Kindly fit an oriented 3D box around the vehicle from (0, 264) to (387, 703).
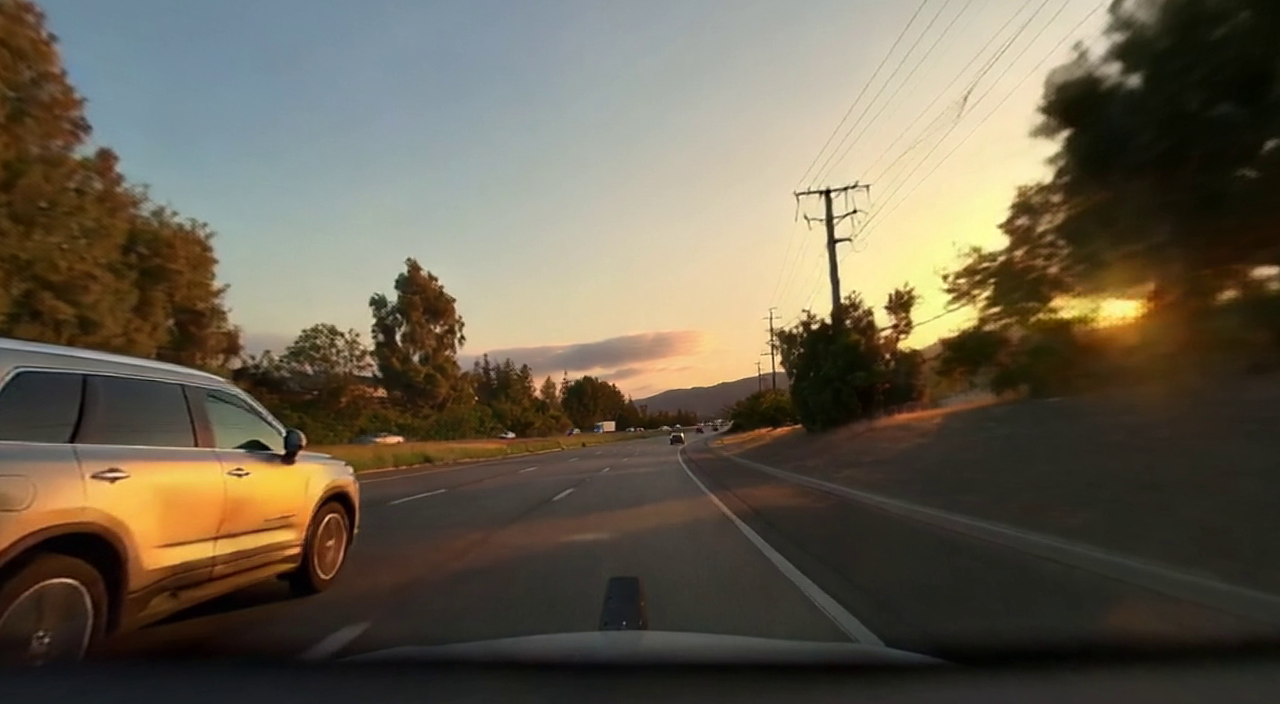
[{"bbox_3d":[-3.586,0.797,3.533,2.136,1.975,5.037,0,-8,1],"label":"vehicle"}]
